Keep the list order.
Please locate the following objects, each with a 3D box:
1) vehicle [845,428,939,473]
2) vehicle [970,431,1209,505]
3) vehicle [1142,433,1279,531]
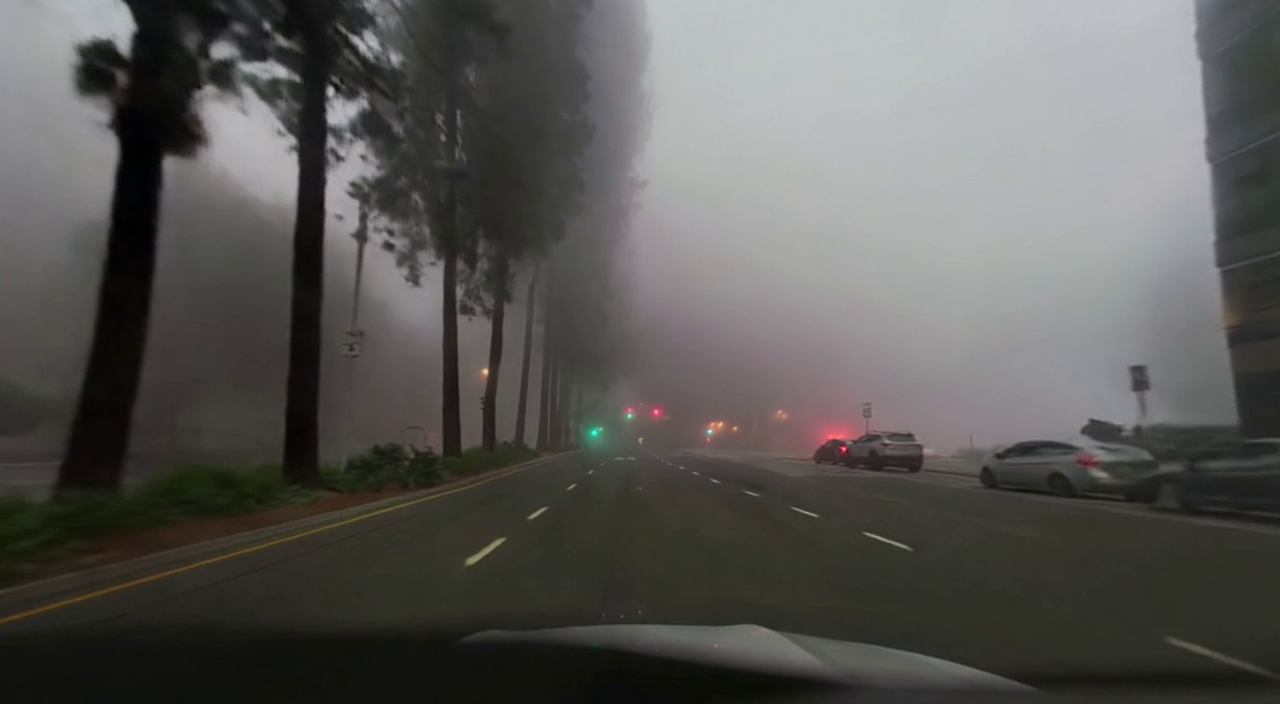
[{"bbox_3d":[10.630,4.205,27.131,1.947,1.716,4.861,0,-8,-1],"label":"vehicle"},{"bbox_3d":[10.783,2.811,15.791,1.977,1.519,4.953,1,-9,-6],"label":"vehicle"},{"bbox_3d":[10.802,2.036,10.000,1.927,1.489,4.532,0,-8,-1],"label":"vehicle"}]
